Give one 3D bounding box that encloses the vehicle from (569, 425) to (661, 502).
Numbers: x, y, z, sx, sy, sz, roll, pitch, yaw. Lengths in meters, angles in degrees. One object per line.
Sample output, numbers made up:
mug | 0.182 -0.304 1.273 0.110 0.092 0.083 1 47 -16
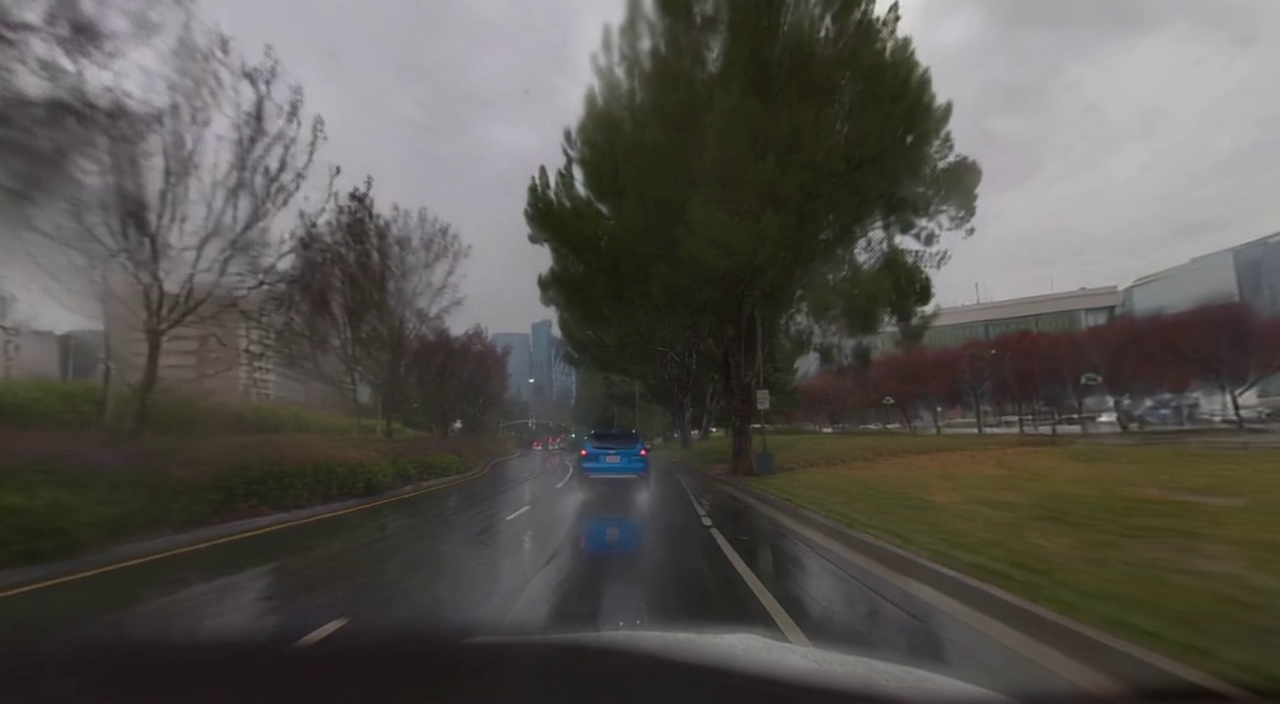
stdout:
vehicle | -0.613 2.906 16.811 2.131 1.761 4.242 0 -8 -1
